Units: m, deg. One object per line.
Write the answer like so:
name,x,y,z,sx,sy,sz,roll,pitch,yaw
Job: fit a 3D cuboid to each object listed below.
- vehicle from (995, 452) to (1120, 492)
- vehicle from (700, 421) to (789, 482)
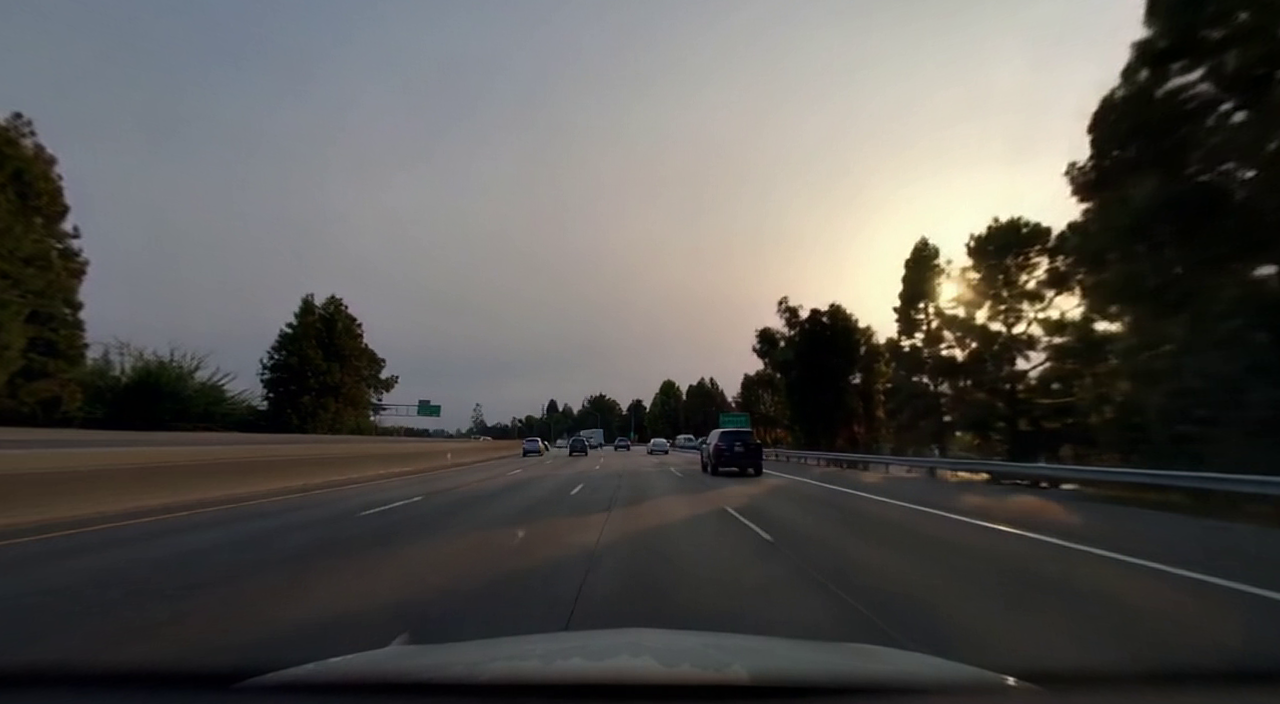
vehicle,18.736,5.369,28.642,2.033,1.580,4.752,1,-8,-7
vehicle,3.323,3.273,20.995,2.043,1.795,4.347,0,-8,-2
